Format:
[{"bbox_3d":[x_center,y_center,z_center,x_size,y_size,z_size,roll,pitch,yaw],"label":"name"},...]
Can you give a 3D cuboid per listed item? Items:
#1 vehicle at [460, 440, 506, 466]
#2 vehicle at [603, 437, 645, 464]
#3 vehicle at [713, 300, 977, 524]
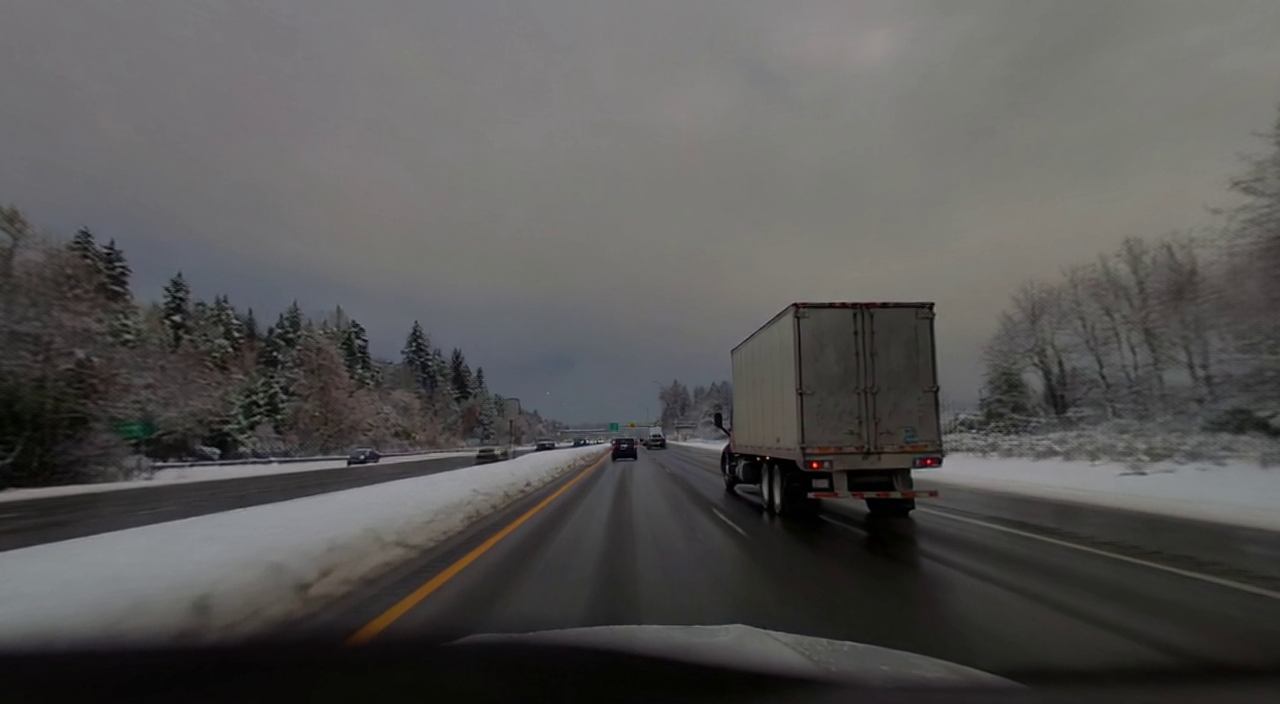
[{"bbox_3d":[-10.270,6.620,41.524,1.963,1.573,3.985,0,-8,0],"label":"vehicle"},{"bbox_3d":[-0.917,5.639,36.346,2.259,1.466,3.693,0,-7,-1],"label":"vehicle"},{"bbox_3d":[3.686,1.447,14.075,2.921,3.526,8.207,0,-8,-1],"label":"vehicle"}]
